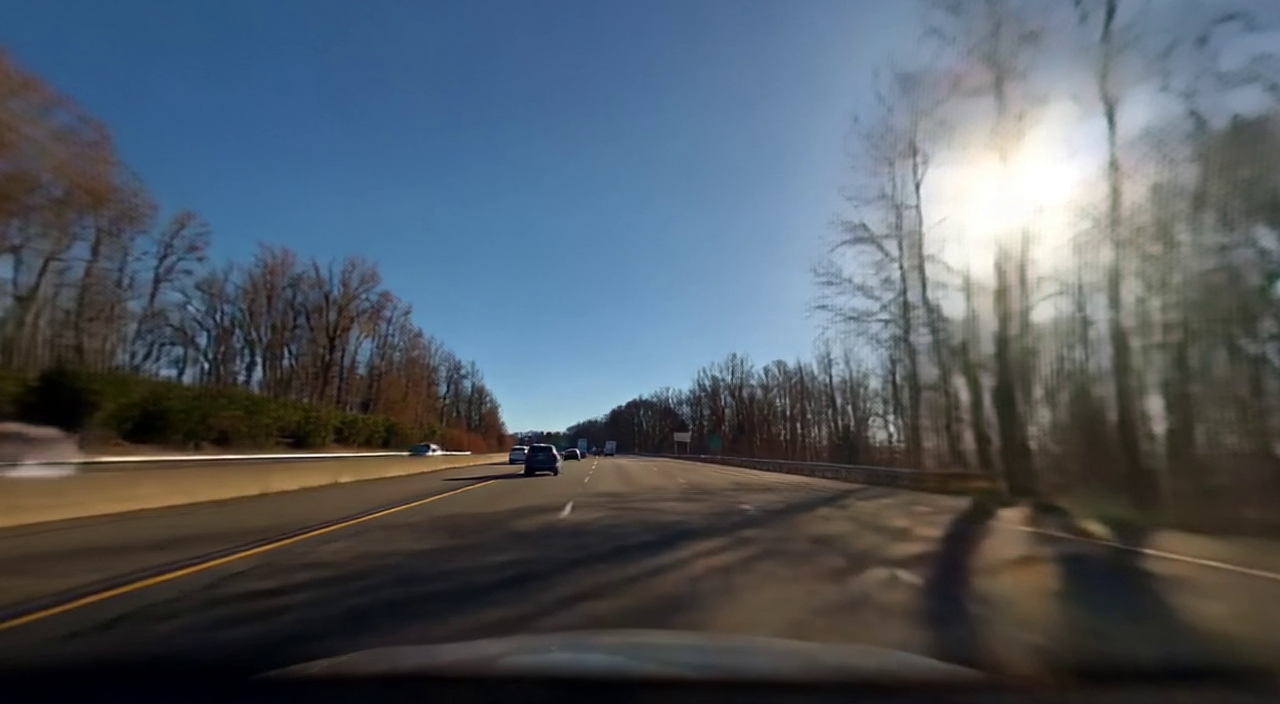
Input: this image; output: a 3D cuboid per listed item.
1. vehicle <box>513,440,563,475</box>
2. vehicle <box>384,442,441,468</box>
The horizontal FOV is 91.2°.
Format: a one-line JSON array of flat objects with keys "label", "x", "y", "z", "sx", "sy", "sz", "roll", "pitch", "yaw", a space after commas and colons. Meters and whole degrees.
[{"label": "vehicle", "x": -5.330, "y": 5.574, "z": 33.375, "sx": 2.151, "sy": 1.693, "sz": 4.201, "roll": 0, "pitch": -9, "yaw": -3}, {"label": "vehicle", "x": -14.530, "y": 6.578, "z": 40.349, "sx": 2.122, "sy": 1.535, "sz": 4.780, "roll": 0, "pitch": -9, "yaw": -3}]
